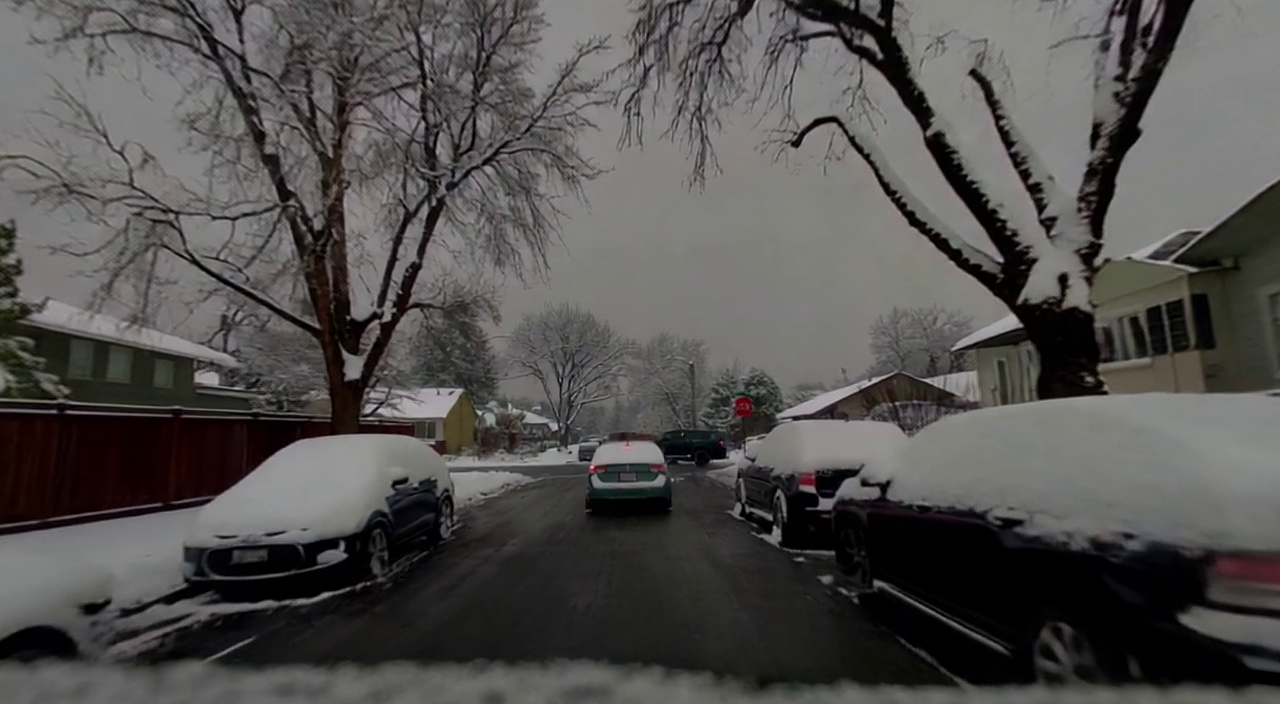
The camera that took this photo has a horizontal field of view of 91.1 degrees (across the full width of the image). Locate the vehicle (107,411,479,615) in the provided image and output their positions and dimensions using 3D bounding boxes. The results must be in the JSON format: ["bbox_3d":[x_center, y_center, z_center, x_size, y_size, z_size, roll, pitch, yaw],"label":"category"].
[{"bbox_3d":[-3.386,1.617,7.279,1.965,1.657,4.104,0,-8,0],"label":"vehicle"}]

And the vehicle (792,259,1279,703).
[{"bbox_3d":[2.512,0.936,3.542,2.136,1.650,4.837,0,-8,1],"label":"vehicle"}]

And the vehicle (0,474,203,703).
[{"bbox_3d":[-3.377,1.082,1.649,1.728,1.305,3.805,0,-8,0],"label":"vehicle"}]

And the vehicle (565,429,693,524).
[{"bbox_3d":[-0.178,2.268,12.024,2.010,1.499,4.107,0,-8,0],"label":"vehicle"}]
